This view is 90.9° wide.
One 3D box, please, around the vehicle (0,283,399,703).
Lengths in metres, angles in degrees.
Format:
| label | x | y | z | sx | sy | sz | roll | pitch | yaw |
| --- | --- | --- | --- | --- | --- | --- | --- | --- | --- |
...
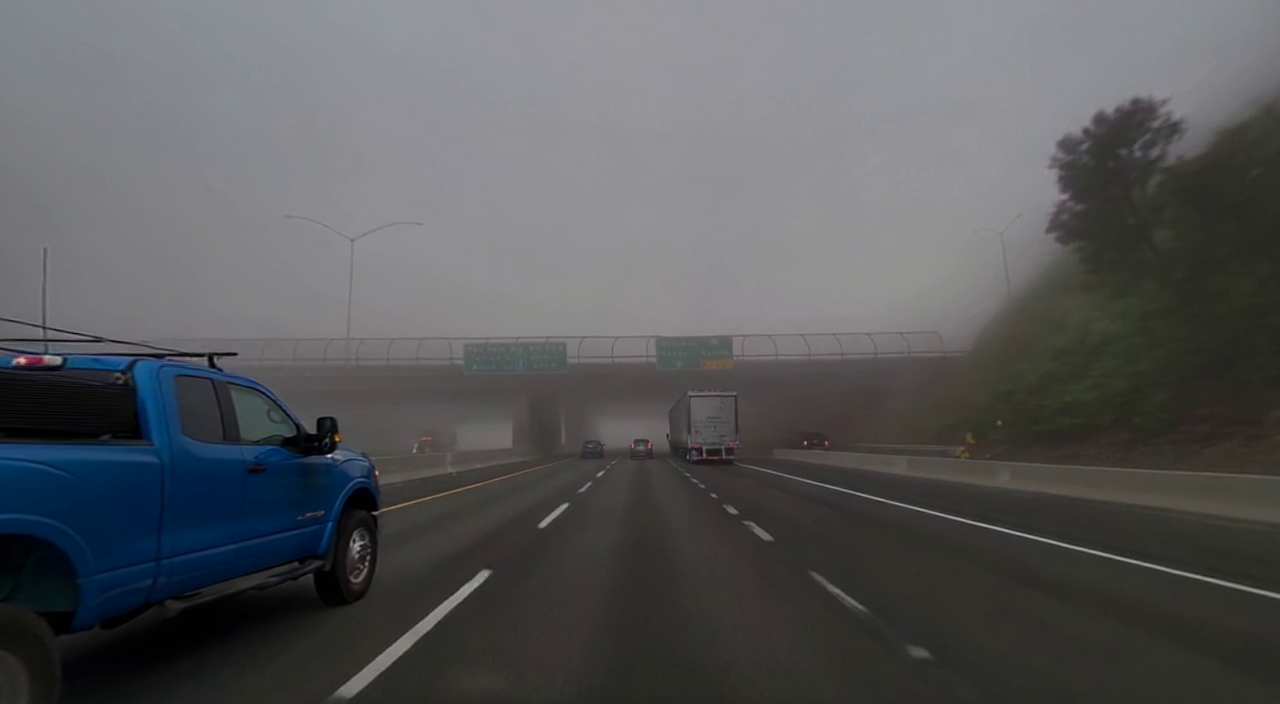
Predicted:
| label | x | y | z | sx | sy | sz | roll | pitch | yaw |
| --- | --- | --- | --- | --- | --- | --- | --- | --- | --- |
| vehicle | -4.050 | 0.915 | 3.868 | 2.599 | 2.054 | 6.288 | 0 | -8 | 1 |

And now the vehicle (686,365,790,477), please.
| label | x | y | z | sx | sy | sz | roll | pitch | yaw |
| --- | --- | --- | --- | --- | --- | --- | --- | --- | --- |
| vehicle | 3.974 | 3.401 | 29.135 | 2.885 | 4.036 | 12.891 | 0 | -8 | 1 |

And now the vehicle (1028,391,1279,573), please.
| label | x | y | z | sx | sy | sz | roll | pitch | yaw |
| --- | --- | --- | --- | --- | --- | --- | --- | --- | --- |
| vehicle | 7.061 | 1.441 | 7.433 | 1.999 | 1.700 | 4.640 | 0 | -8 | 0 |

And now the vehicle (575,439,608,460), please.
| label | x | y | z | sx | sy | sz | roll | pitch | yaw |
| --- | --- | --- | --- | --- | --- | --- | --- | --- | --- |
| vehicle | -3.524 | 7.192 | 46.473 | 2.077 | 1.446 | 4.106 | 0 | -8 | 0 |

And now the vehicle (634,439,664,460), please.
| label | x | y | z | sx | sy | sz | roll | pitch | yaw |
| --- | --- | --- | --- | --- | --- | --- | --- | --- | --- |
| vehicle | 0.626 | 7.134 | 46.364 | 2.092 | 1.446 | 4.092 | 0 | -8 | 0 |
